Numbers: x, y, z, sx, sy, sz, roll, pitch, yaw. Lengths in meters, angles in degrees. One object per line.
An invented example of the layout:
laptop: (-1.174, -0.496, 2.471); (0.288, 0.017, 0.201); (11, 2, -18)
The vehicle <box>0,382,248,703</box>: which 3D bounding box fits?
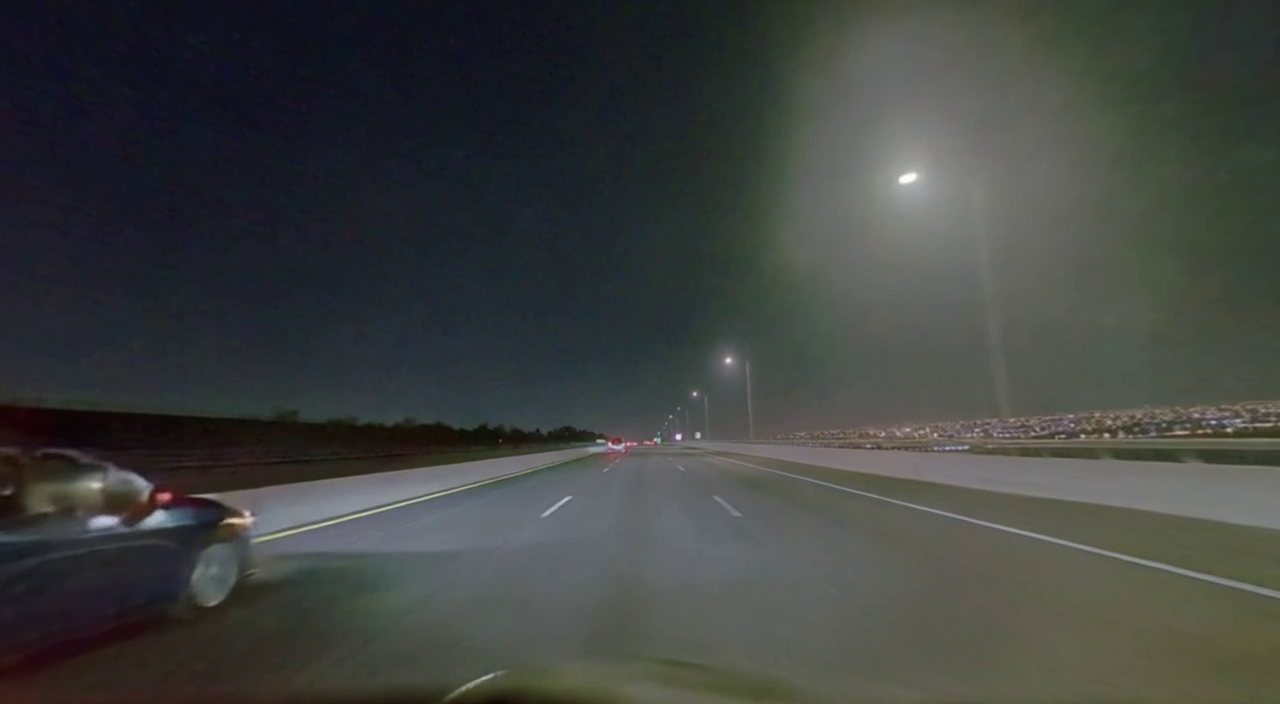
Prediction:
vehicle: (-3.921, 0.823, 2.039); (2.053, 1.587, 4.855); (0, -8, 2)
